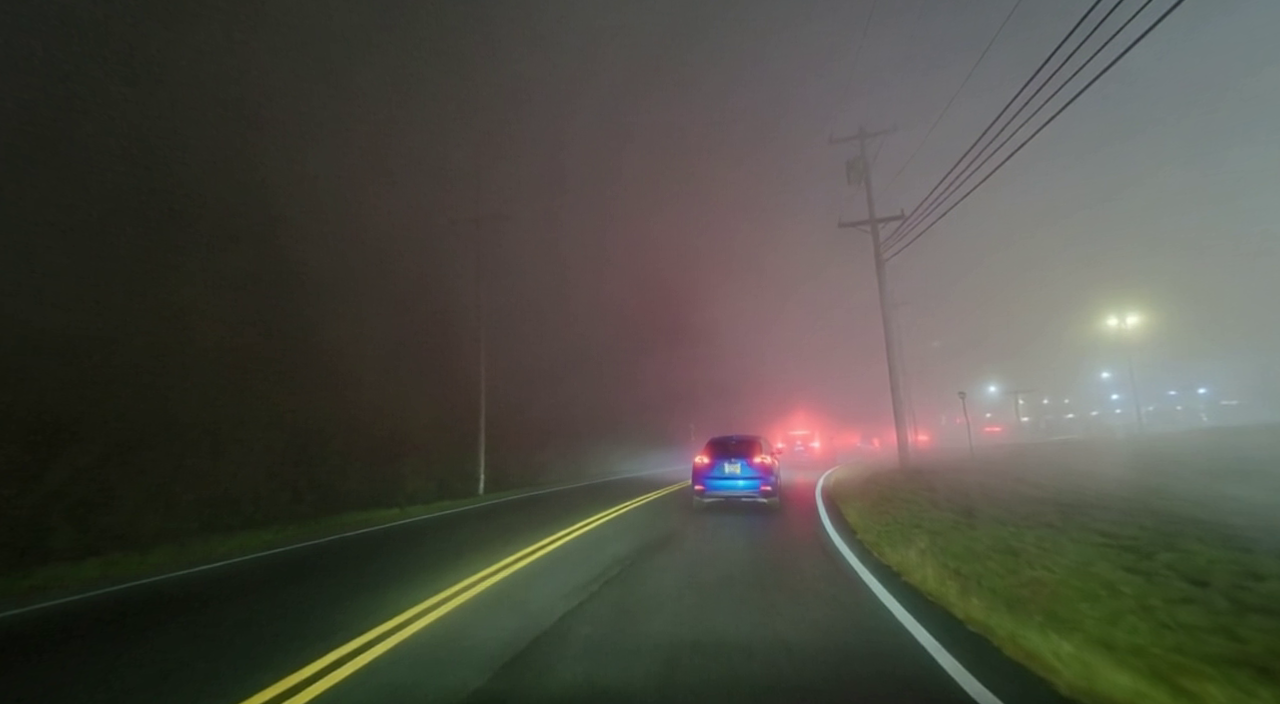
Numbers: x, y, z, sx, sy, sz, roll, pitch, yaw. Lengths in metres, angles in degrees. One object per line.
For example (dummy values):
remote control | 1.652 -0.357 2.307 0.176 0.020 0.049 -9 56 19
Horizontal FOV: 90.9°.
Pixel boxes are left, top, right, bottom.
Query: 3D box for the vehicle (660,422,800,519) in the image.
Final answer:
vehicle | 1.982 2.264 12.568 2.157 1.565 4.243 -3 -9 16
